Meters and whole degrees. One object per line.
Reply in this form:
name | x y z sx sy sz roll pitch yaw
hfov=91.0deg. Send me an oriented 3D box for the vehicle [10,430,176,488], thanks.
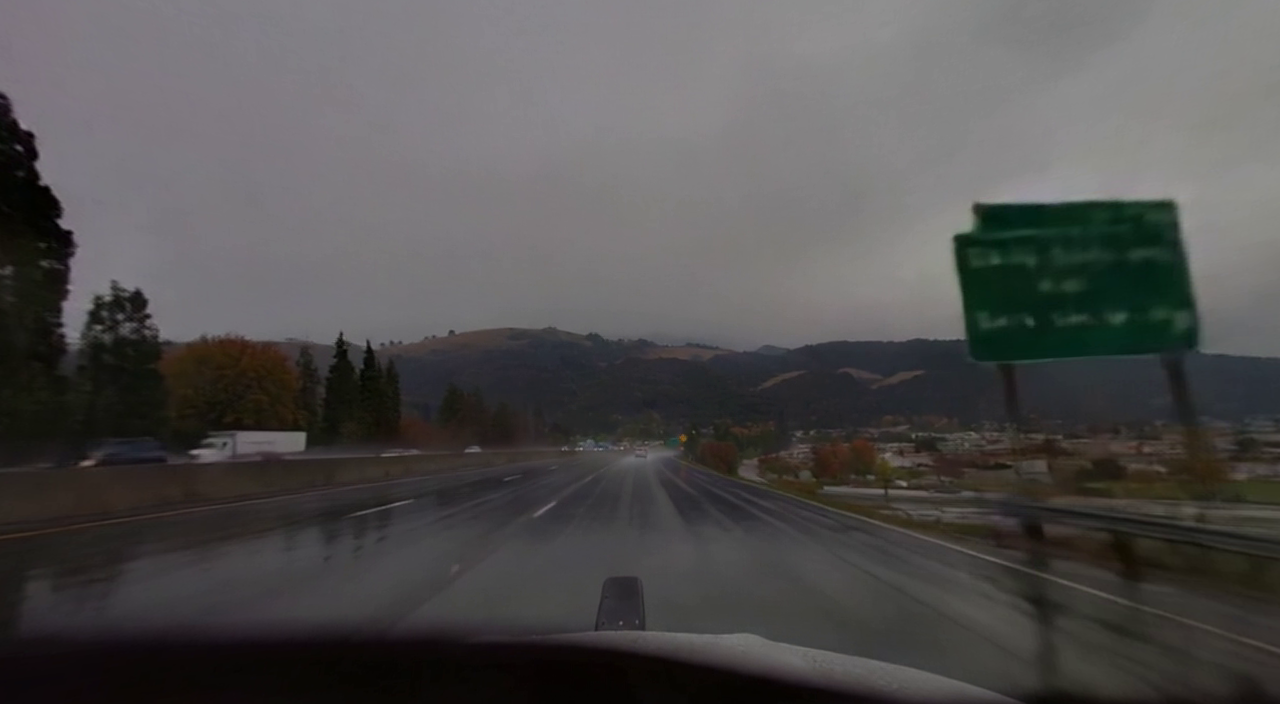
vehicle | -36.641 7.209 42.870 2.933 3.474 9.227 0 -9 0
